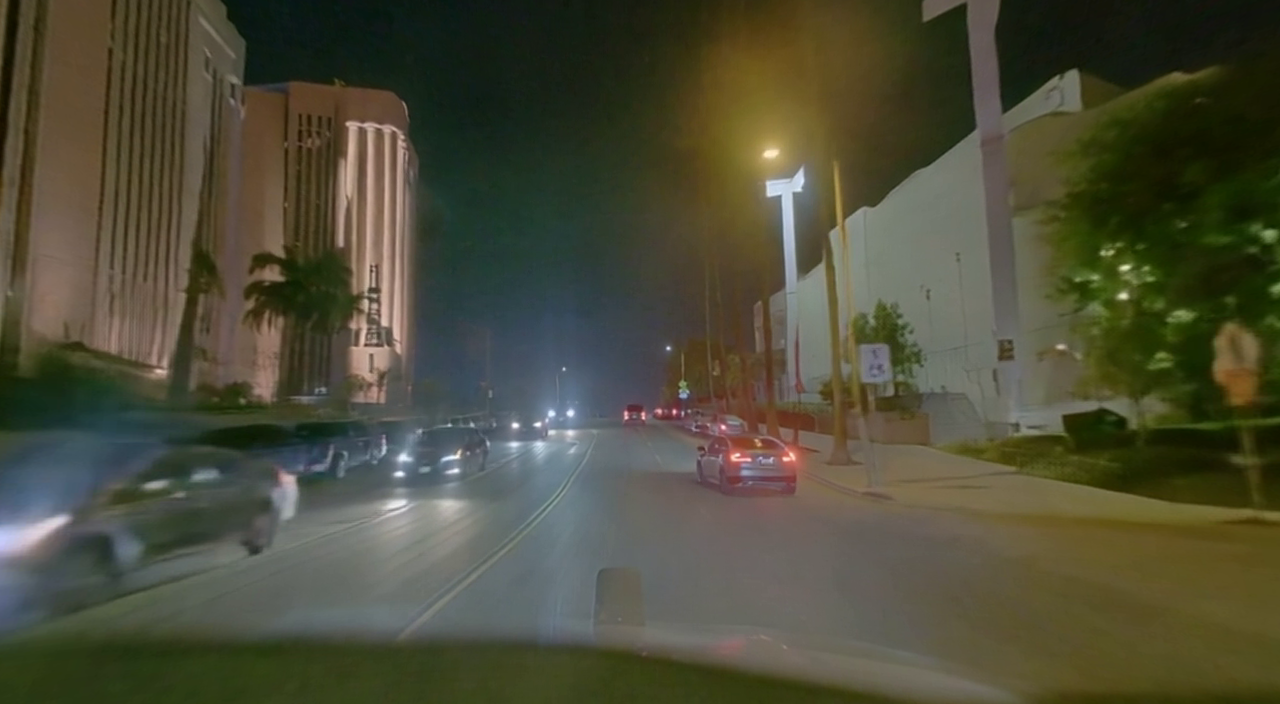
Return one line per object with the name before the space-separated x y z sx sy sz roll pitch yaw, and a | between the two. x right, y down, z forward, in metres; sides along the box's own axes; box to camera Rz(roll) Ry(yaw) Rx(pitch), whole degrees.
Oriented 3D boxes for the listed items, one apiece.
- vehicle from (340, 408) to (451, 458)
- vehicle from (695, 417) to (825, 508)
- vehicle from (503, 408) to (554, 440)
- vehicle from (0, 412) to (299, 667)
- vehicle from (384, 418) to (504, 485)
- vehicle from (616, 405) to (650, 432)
vehicle | -9.026 3.118 23.952 2.076 1.650 5.432 0 -8 -1
vehicle | 2.682 2.595 15.273 1.995 1.858 4.333 0 -8 -4
vehicle | -6.360 4.208 36.621 2.171 1.676 4.523 0 -8 0
vehicle | -5.828 1.645 6.406 2.138 1.858 4.788 0 -8 -1
vehicle | -5.977 3.119 20.019 2.295 1.837 4.680 0 -8 0
vehicle | -0.465 4.526 42.848 2.196 1.655 3.939 0 -8 -1
